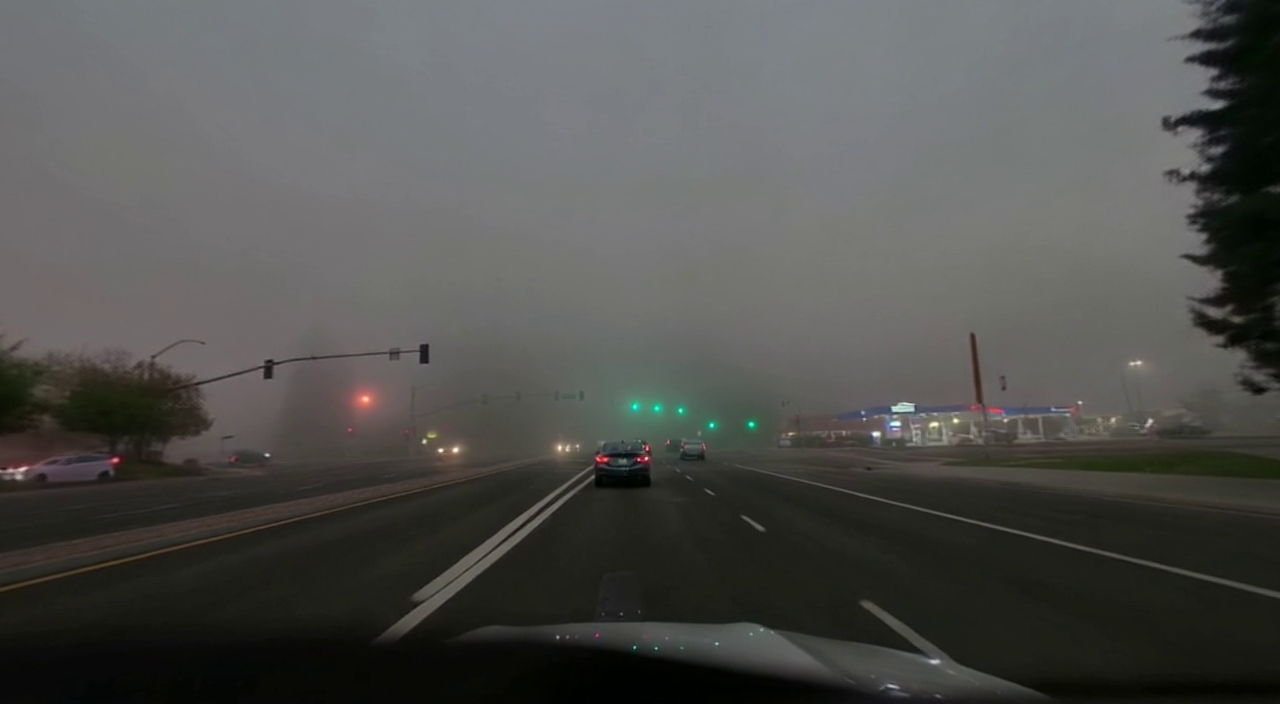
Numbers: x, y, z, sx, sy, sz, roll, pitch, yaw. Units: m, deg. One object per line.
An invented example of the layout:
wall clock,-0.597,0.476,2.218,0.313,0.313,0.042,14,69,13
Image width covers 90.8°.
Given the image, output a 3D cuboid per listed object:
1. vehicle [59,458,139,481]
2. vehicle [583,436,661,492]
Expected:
vehicle,-36.217,7.850,42.349,3.670,1.430,1.897,-1,-9,5
vehicle,-0.456,3.197,18.292,2.040,1.451,3.736,0,-9,0
